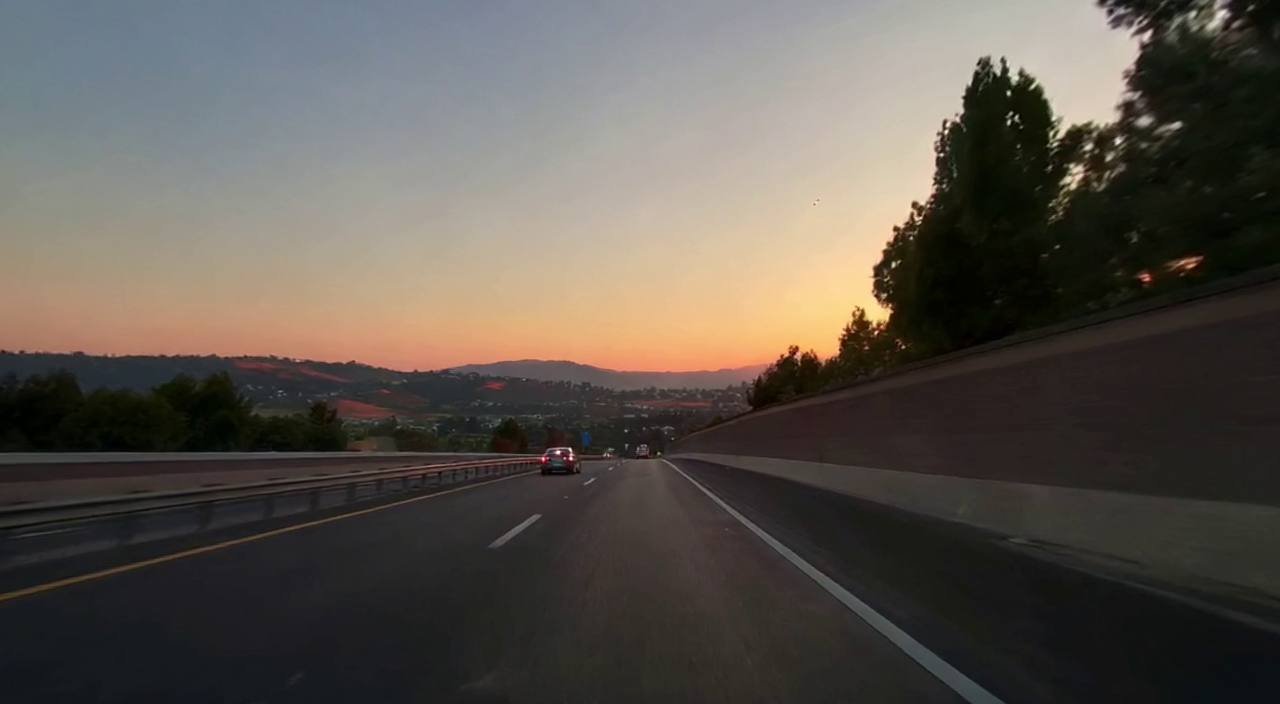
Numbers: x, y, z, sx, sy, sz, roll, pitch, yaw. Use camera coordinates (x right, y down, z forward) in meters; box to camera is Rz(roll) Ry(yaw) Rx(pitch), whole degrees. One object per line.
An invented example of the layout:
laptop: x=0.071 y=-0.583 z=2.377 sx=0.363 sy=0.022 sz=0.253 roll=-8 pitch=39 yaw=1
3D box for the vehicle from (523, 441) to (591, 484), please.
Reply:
vehicle: x=-3.151 y=4.267 z=24.749 sx=2.050 sy=1.530 sz=4.144 roll=0 pitch=-8 yaw=1
